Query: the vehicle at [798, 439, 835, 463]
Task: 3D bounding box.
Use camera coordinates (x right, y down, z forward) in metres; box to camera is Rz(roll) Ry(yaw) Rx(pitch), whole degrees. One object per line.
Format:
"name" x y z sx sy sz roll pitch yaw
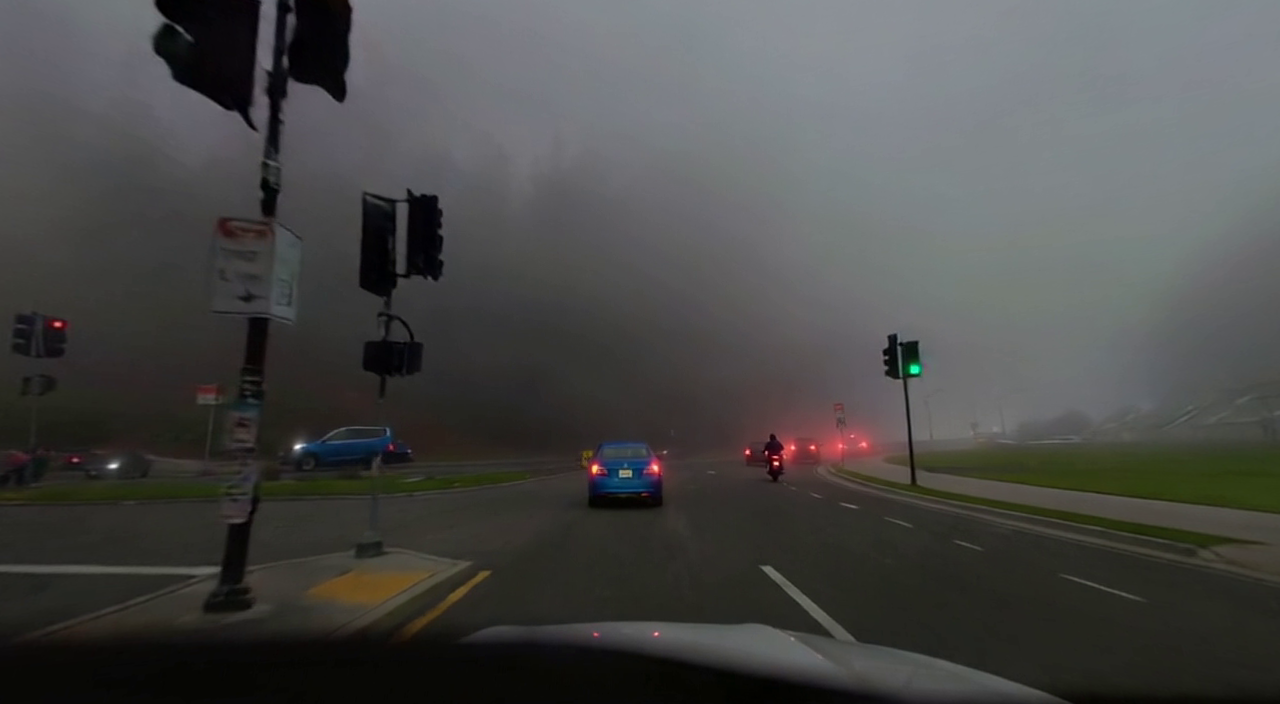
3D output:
"vehicle" 12.292 6.874 43.741 1.822 1.555 3.574 -4 -9 25

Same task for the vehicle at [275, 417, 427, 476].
"vehicle" -15.004 4.990 33.420 2.287 2.780 7.166 -5 -10 31

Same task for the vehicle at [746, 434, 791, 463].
"vehicle" 8.691 6.468 42.303 2.212 1.790 4.768 -3 -9 20

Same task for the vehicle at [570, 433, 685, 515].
"vehicle" -0.278 2.541 13.636 2.118 1.480 3.949 0 -9 -1

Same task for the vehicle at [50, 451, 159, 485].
"vehicle" -20.056 4.330 23.690 1.259 1.181 2.744 -4 -10 22
